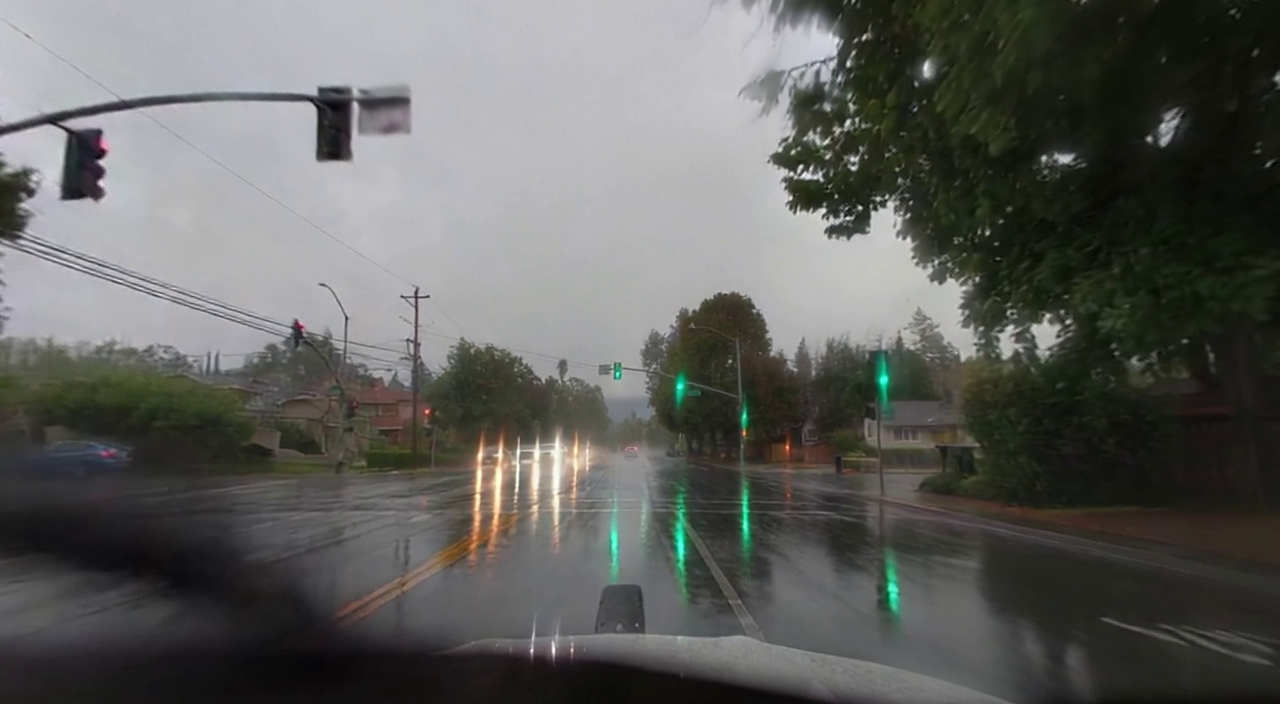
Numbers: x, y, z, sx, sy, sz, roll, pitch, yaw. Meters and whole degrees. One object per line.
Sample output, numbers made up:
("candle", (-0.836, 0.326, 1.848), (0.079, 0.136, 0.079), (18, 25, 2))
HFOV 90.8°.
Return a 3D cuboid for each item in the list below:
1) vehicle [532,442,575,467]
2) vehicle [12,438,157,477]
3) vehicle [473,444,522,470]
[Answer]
("vehicle", (-5.338, 6.411, 39.638), (2.003, 1.462, 4.220), (0, -8, 1))
("vehicle", (-26.661, 5.080, 30.506), (4.802, 1.776, 2.090), (1, -8, -5))
("vehicle", (-8.781, 6.487, 39.338), (1.985, 1.475, 4.383), (0, -8, 1))
